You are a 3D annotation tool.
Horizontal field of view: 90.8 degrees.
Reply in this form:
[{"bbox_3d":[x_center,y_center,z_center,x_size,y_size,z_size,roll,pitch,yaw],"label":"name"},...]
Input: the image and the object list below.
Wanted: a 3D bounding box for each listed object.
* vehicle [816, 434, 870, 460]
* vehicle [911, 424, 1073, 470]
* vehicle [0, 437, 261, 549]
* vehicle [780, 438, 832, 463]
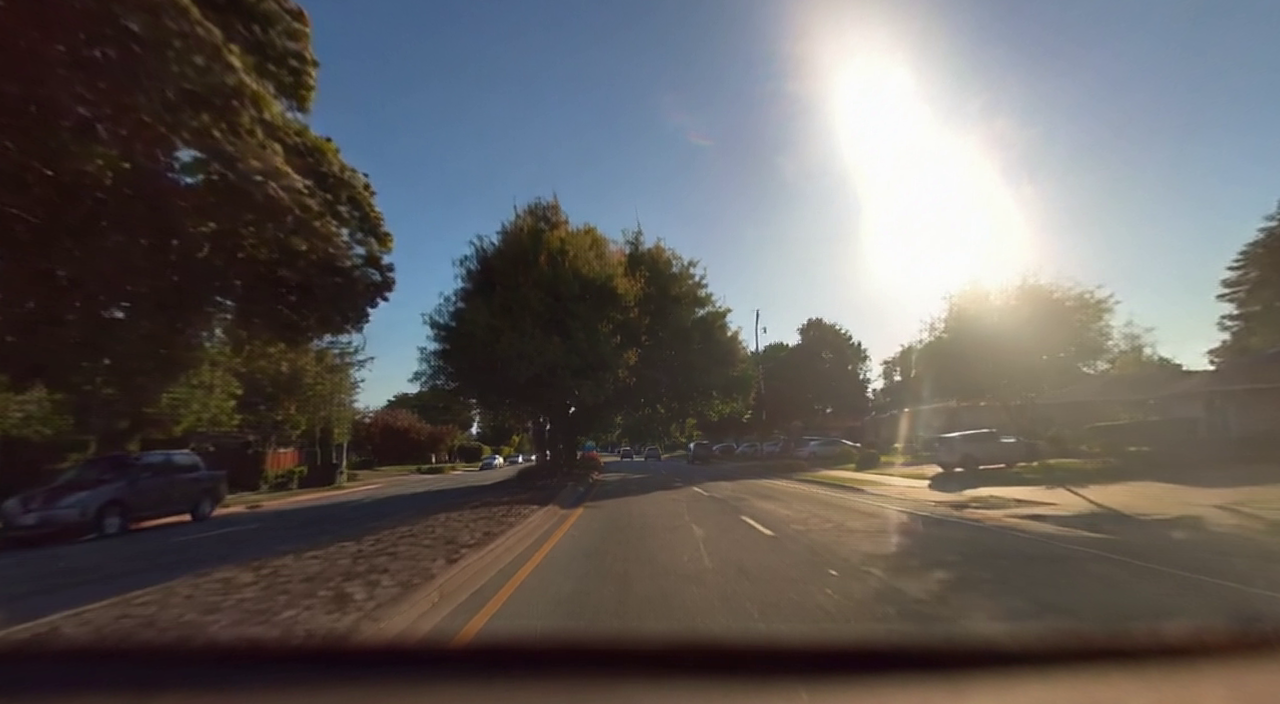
[{"bbox_3d":[12.772,6.011,39.967,1.889,1.499,4.218,0,-9,-1],"label":"vehicle"},{"bbox_3d":[12.794,3.482,23.194,4.767,1.557,1.994,0,-9,-2],"label":"vehicle"},{"bbox_3d":[-11.294,3.036,14.180,2.347,1.960,5.167,-2,-10,0],"label":"vehicle"},{"bbox_3d":[10.280,6.135,39.414,1.847,1.455,4.650,0,-9,-1],"label":"vehicle"}]
